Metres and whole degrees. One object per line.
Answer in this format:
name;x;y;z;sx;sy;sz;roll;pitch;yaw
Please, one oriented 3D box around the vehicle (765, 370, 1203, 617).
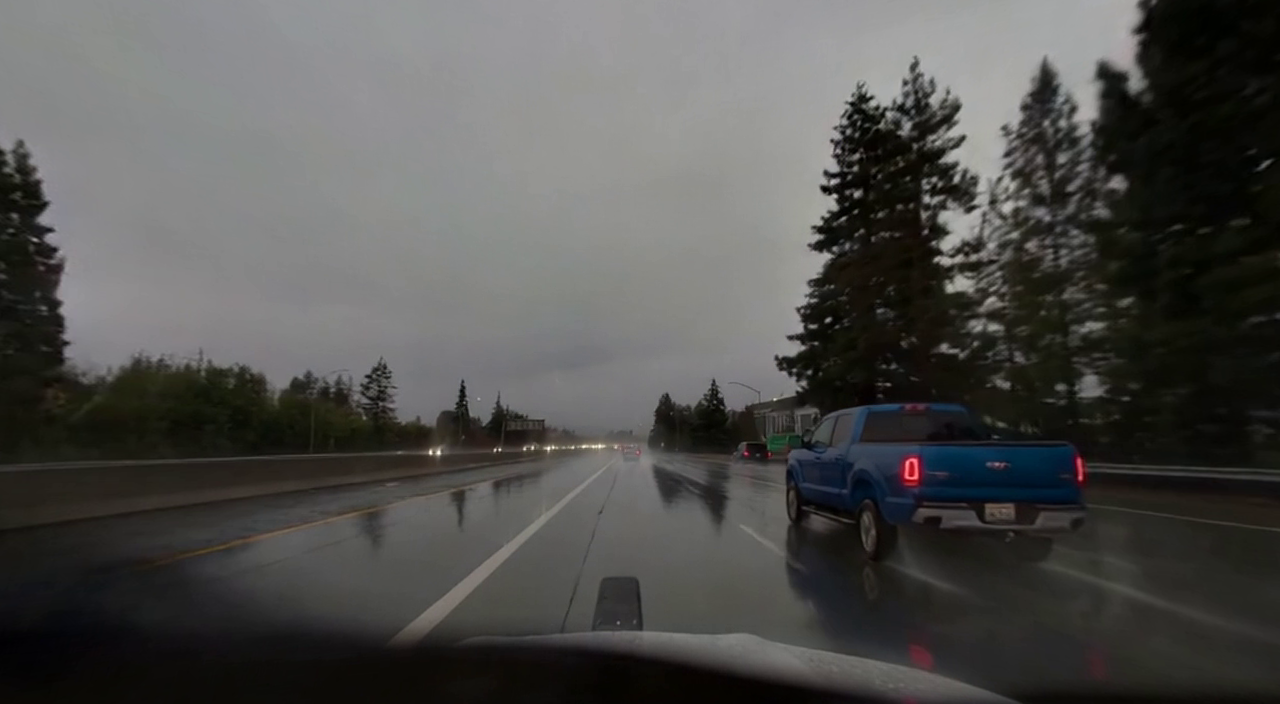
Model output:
vehicle;3.256;1.484;7.538;2.462;1.984;4.718;0;-9;-1
